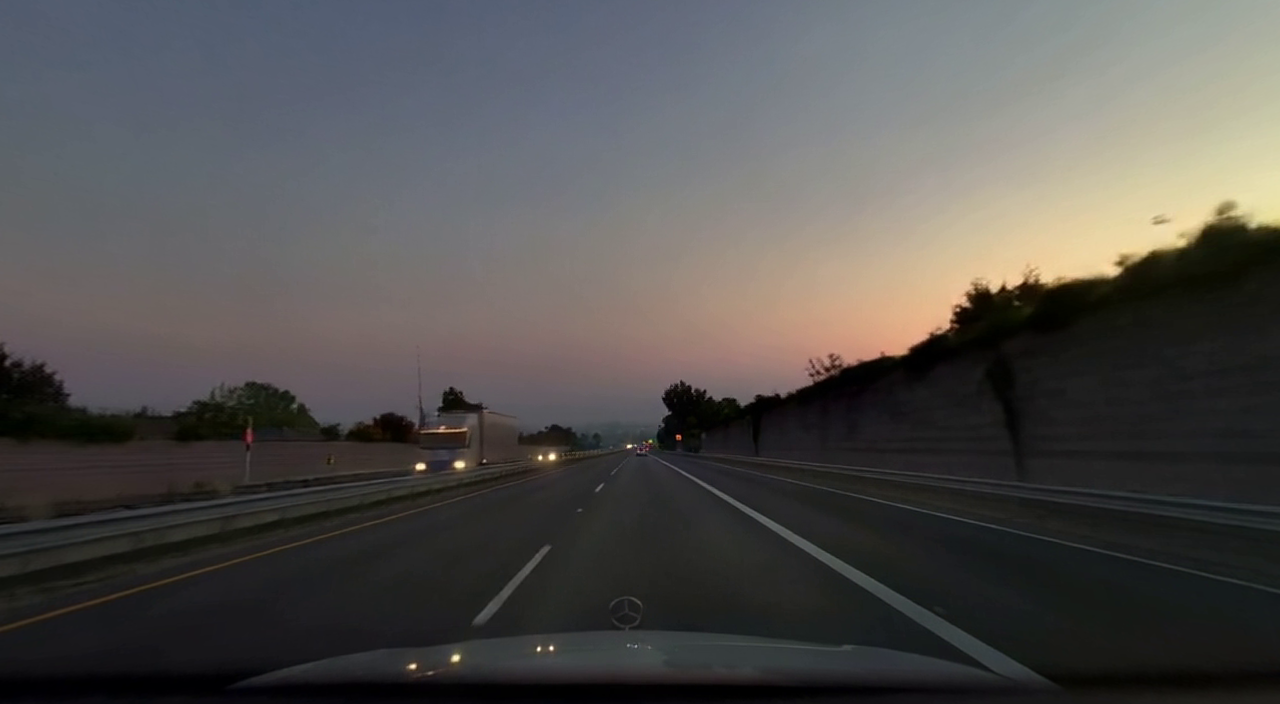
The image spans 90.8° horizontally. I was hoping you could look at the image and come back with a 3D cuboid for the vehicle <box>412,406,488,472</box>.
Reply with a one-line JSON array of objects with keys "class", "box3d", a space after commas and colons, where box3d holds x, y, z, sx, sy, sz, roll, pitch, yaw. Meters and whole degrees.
[{"class": "vehicle", "box3d": [-11.931, 5.588, 40.288, 2.945, 3.831, 5.831, 0, -9, 0]}]
